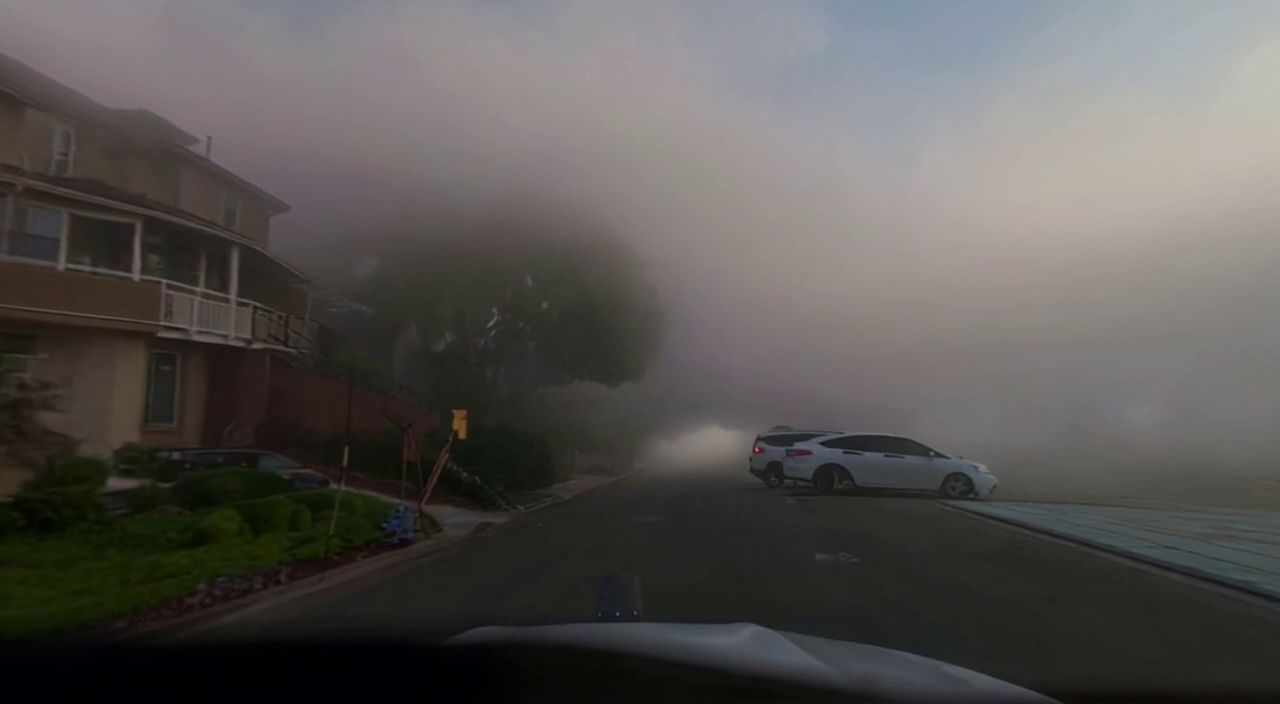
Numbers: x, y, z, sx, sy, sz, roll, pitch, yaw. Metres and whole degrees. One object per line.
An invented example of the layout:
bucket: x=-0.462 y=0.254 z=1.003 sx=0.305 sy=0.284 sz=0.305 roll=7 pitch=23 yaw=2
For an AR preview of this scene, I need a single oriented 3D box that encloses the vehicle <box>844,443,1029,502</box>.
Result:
vehicle: x=7.922 y=3.259 z=17.343 sx=4.195 sy=1.446 sz=1.979 roll=-1 pitch=-9 yaw=11
